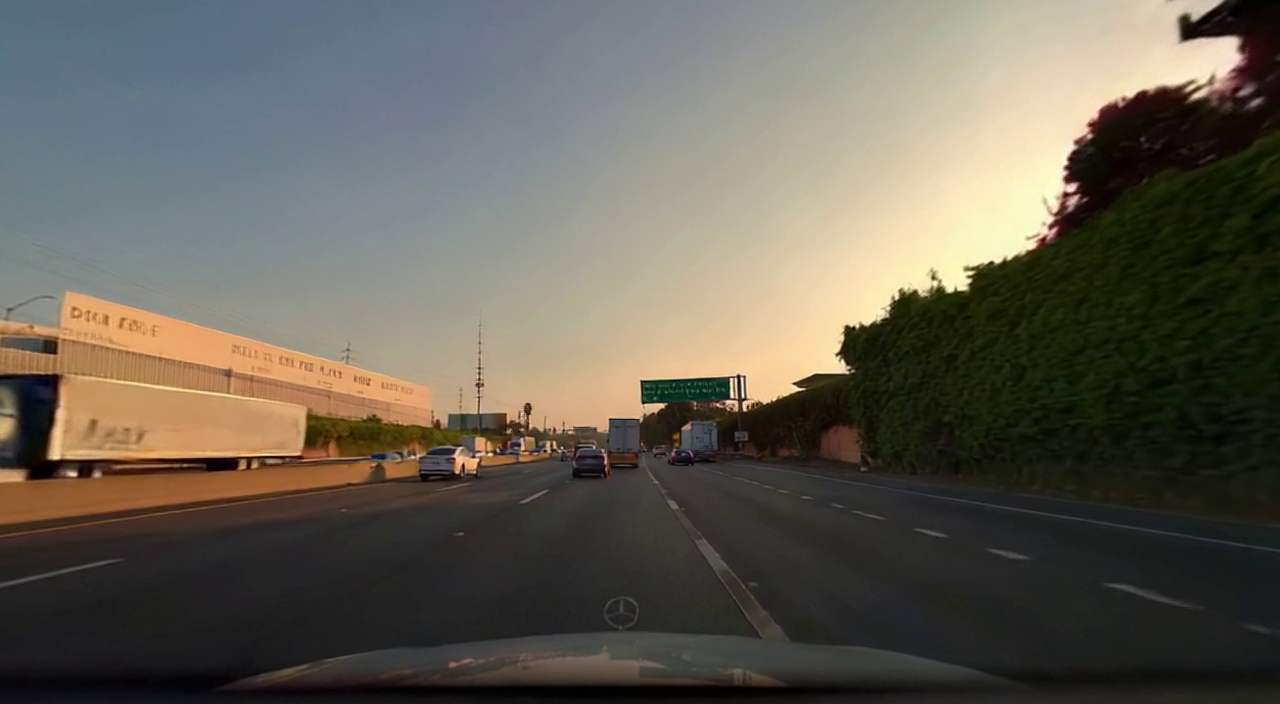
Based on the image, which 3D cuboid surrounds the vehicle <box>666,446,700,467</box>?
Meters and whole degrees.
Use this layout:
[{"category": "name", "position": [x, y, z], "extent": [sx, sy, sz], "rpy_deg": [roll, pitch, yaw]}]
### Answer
[{"category": "vehicle", "position": [3.051, 7.538, 45.937], "extent": [2.015, 1.462, 4.691], "rpy_deg": [0, -9, -2]}]

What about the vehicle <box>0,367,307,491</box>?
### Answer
[{"category": "vehicle", "position": [-21.195, 3.742, 28.961], "extent": [2.863, 4.023, 16.558], "rpy_deg": [0, -9, 0]}]

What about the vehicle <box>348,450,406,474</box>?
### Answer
[{"category": "vehicle", "position": [-16.954, 7.073, 41.030], "extent": [1.889, 1.439, 4.359], "rpy_deg": [0, -9, 0]}]

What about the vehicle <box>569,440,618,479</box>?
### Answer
[{"category": "vehicle", "position": [-2.174, 5.091, 30.192], "extent": [2.132, 1.679, 4.045], "rpy_deg": [0, -9, -3]}]

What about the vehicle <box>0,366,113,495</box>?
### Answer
[{"category": "vehicle", "position": [-21.101, 2.375, 19.126], "extent": [3.029, 3.918, 8.325], "rpy_deg": [0, -9, 0]}]

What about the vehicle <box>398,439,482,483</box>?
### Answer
[{"category": "vehicle", "position": [-8.399, 4.616, 27.079], "extent": [2.129, 1.717, 4.593], "rpy_deg": [0, -9, 0]}]
